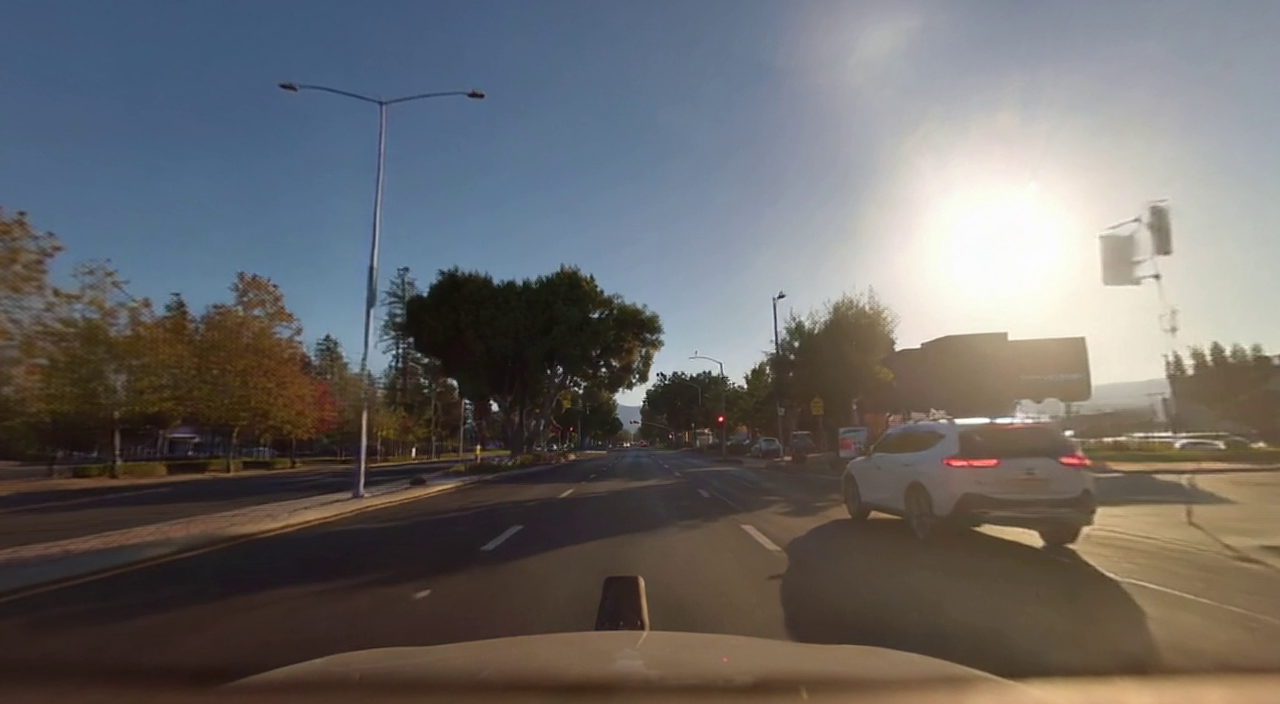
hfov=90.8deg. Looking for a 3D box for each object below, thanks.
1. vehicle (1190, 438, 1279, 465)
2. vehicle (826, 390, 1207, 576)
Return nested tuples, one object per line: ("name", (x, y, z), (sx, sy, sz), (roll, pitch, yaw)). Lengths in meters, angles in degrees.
("vehicle", (34.023, 5.588, 35.615), (4.182, 1.473, 1.840), (0, -8, 1))
("vehicle", (4.552, 1.692, 8.966), (2.245, 1.864, 5.076), (0, -8, 0))
